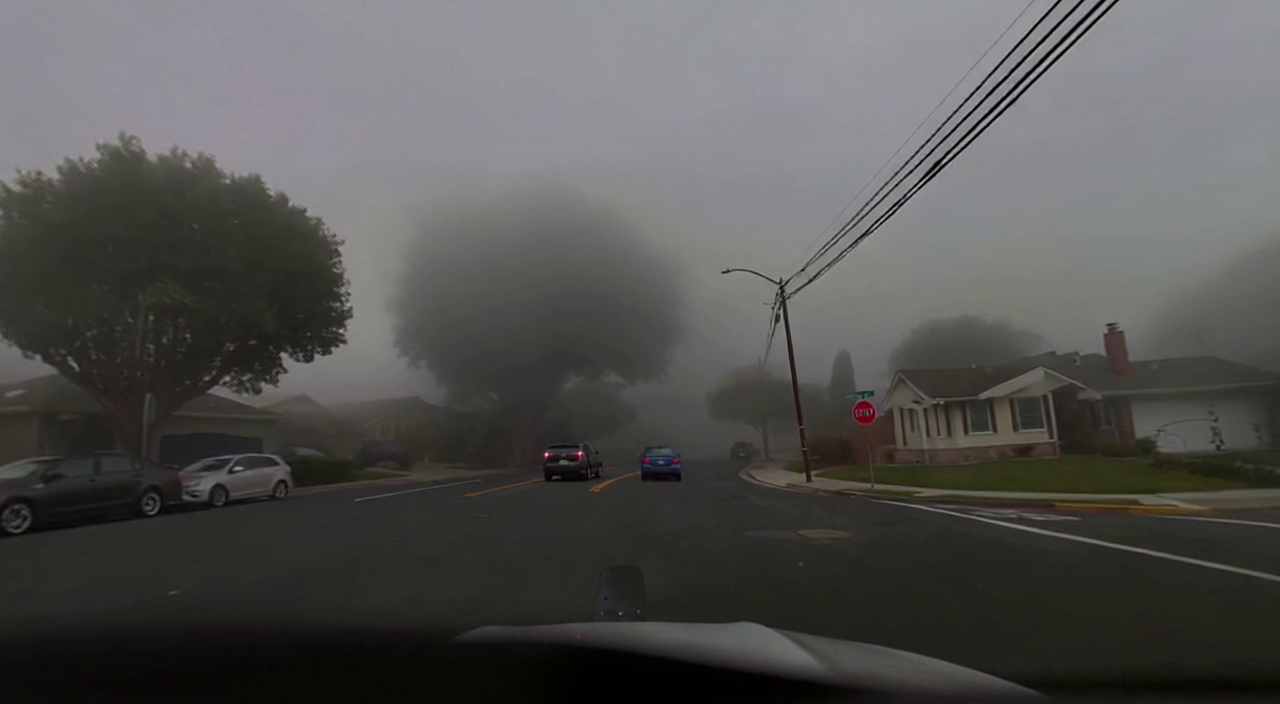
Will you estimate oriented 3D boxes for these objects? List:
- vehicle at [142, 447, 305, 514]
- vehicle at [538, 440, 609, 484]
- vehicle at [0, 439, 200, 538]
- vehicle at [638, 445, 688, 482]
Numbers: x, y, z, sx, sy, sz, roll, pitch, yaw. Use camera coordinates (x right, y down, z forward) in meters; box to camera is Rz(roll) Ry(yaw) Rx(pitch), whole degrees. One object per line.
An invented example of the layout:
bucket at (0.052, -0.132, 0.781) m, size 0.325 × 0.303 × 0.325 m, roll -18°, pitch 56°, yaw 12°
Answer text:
vehicle at (-13.548, 4.198, 20.944) m, size 2.076 × 1.864 × 4.730 m, roll -3°, pitch -10°, yaw 2°
vehicle at (-2.701, 4.579, 26.558) m, size 2.178 × 1.695 × 4.339 m, roll -1°, pitch -8°, yaw 5°
vehicle at (-13.965, 3.288, 15.269) m, size 2.191 × 1.980 × 5.888 m, roll -4°, pitch -10°, yaw 2°
vehicle at (1.091, 4.836, 27.666) m, size 1.955 × 1.459 × 4.383 m, roll -1°, pitch -8°, yaw 6°
